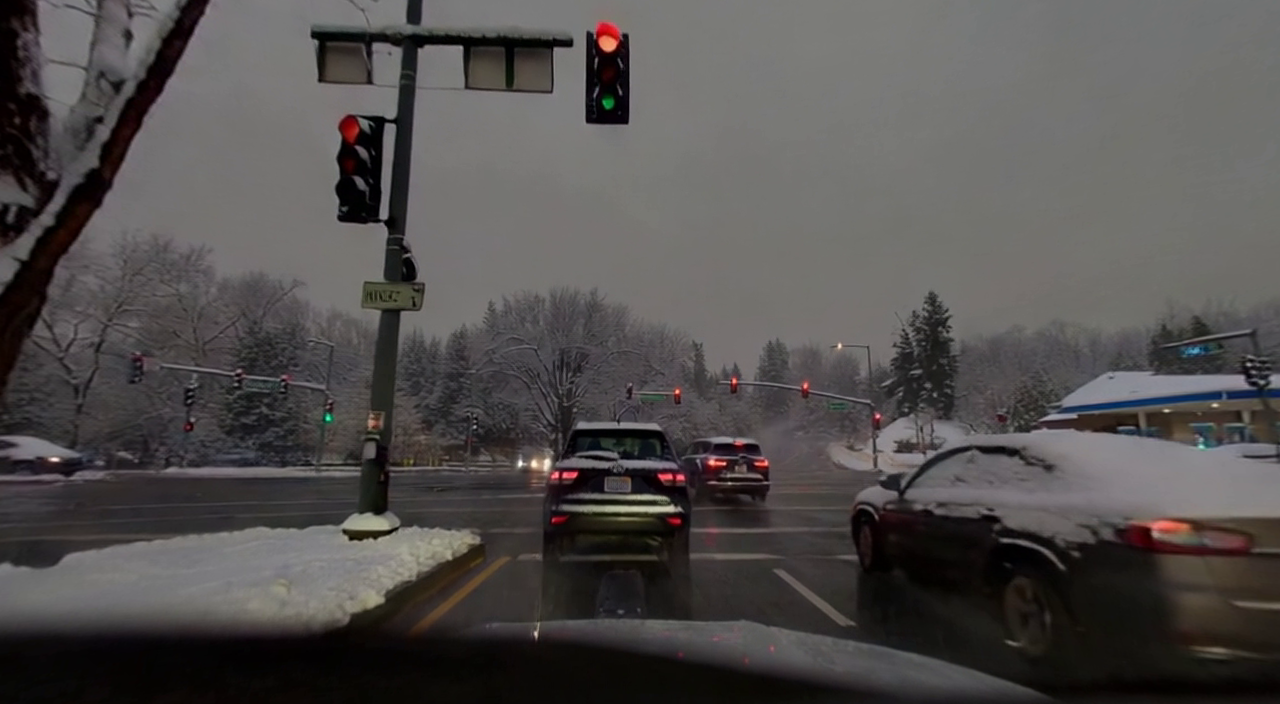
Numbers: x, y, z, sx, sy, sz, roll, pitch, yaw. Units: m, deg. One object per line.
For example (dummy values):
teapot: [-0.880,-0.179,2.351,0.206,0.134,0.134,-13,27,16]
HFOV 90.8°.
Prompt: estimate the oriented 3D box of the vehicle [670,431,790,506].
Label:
vehicle: [2.296,3.149,17.483,2.060,1.783,4.411,1,-9,-9]

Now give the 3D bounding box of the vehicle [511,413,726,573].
vehicle: [-0.331,1.907,9.329,2.351,1.733,4.616,0,-9,-3]

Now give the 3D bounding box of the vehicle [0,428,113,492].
vehicle: [-28.904,5.000,29.339,6.772,2.769,2.305,-1,-9,3]

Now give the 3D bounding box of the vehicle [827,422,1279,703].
vehicle: [3.186,1.388,5.013,1.965,1.460,4.581,0,-9,0]

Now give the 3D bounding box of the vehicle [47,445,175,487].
vehicle: [-26.596,5.733,31.877,4.658,1.911,2.162,-2,-9,5]
